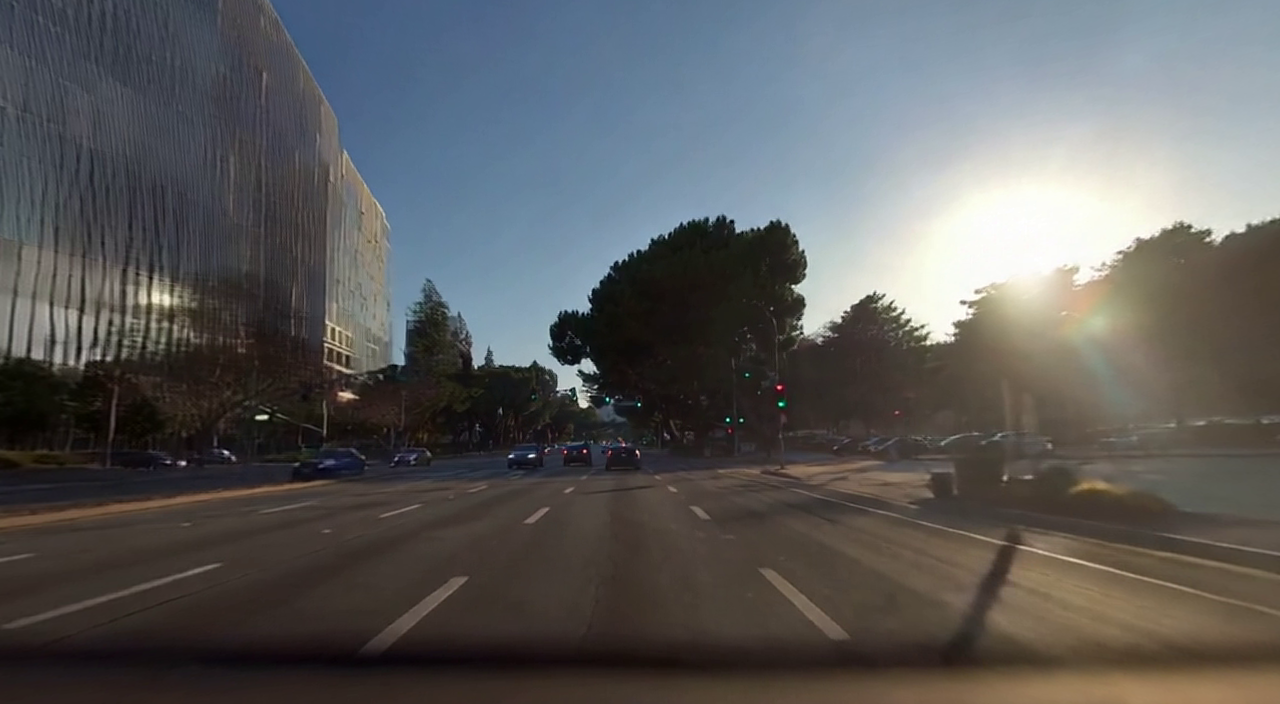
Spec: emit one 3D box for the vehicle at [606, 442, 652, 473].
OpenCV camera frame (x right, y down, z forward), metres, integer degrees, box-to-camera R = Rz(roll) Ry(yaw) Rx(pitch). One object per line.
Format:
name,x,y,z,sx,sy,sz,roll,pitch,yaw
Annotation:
vehicle,-0.554,5.057,30.546,2.050,1.385,4.096,0,-8,-2

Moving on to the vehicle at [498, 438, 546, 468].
vehicle,-6.777,5.860,36.823,1.937,1.659,4.259,0,-8,0

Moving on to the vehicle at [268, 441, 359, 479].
vehicle,-15.208,5.035,29.720,1.890,1.638,4.462,0,-8,0

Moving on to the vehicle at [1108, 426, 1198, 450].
vehicle,37.058,6.217,45.755,4.557,1.493,1.919,-5,-6,16

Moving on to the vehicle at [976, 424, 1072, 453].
vehicle,28.730,6.500,47.437,5.696,1.795,1.856,-5,-6,14

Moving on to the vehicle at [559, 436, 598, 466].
vehicle,-3.847,6.304,40.303,2.001,1.784,4.483,0,-8,0
